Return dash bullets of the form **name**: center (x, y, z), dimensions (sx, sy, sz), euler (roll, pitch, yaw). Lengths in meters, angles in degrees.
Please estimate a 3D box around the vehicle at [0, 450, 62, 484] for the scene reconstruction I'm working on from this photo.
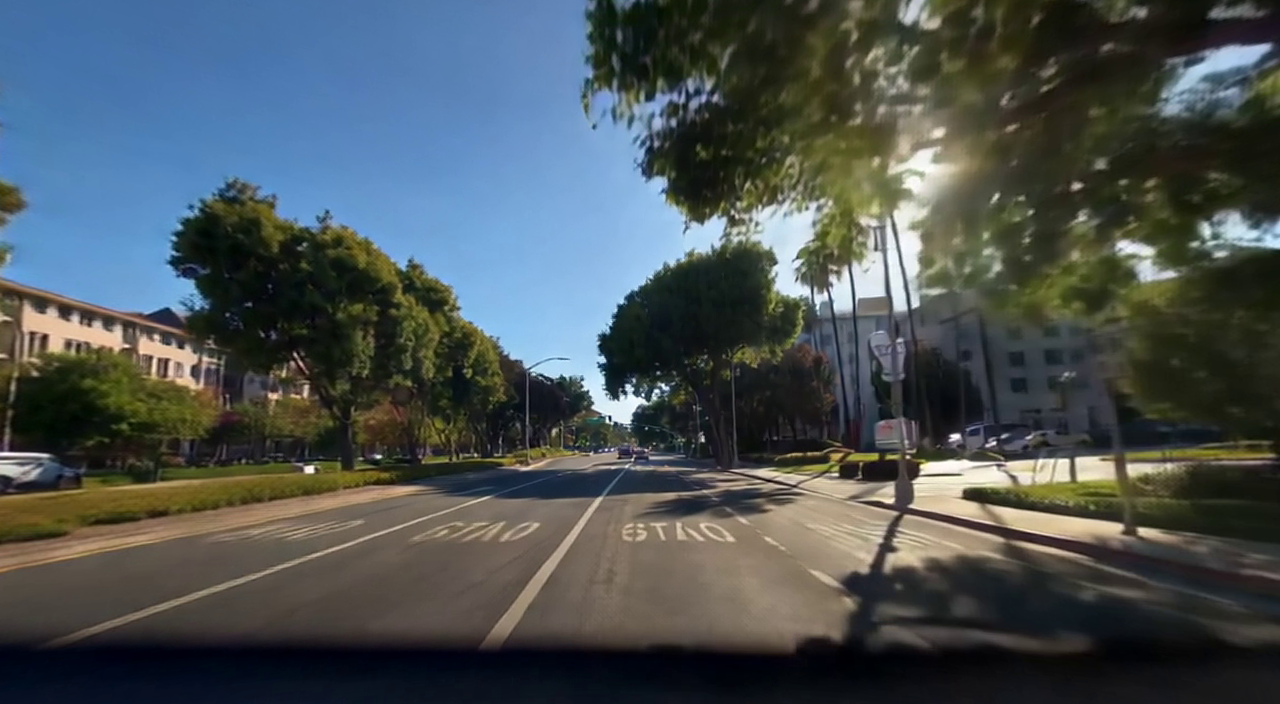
- **vehicle**: center (-35.685, 6.398, 35.146), dimensions (2.020, 1.768, 5.003), euler (-1, -8, 2)

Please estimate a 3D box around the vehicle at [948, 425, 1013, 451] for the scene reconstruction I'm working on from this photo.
- **vehicle**: center (24.865, 6.340, 46.226), dimensions (2.095, 1.692, 5.051), euler (-2, -10, 3)

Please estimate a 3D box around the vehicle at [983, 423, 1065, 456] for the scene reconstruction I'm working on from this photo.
- **vehicle**: center (23.133, 5.322, 38.226), dimensions (2.222, 1.818, 5.099), euler (-1, -9, 7)
